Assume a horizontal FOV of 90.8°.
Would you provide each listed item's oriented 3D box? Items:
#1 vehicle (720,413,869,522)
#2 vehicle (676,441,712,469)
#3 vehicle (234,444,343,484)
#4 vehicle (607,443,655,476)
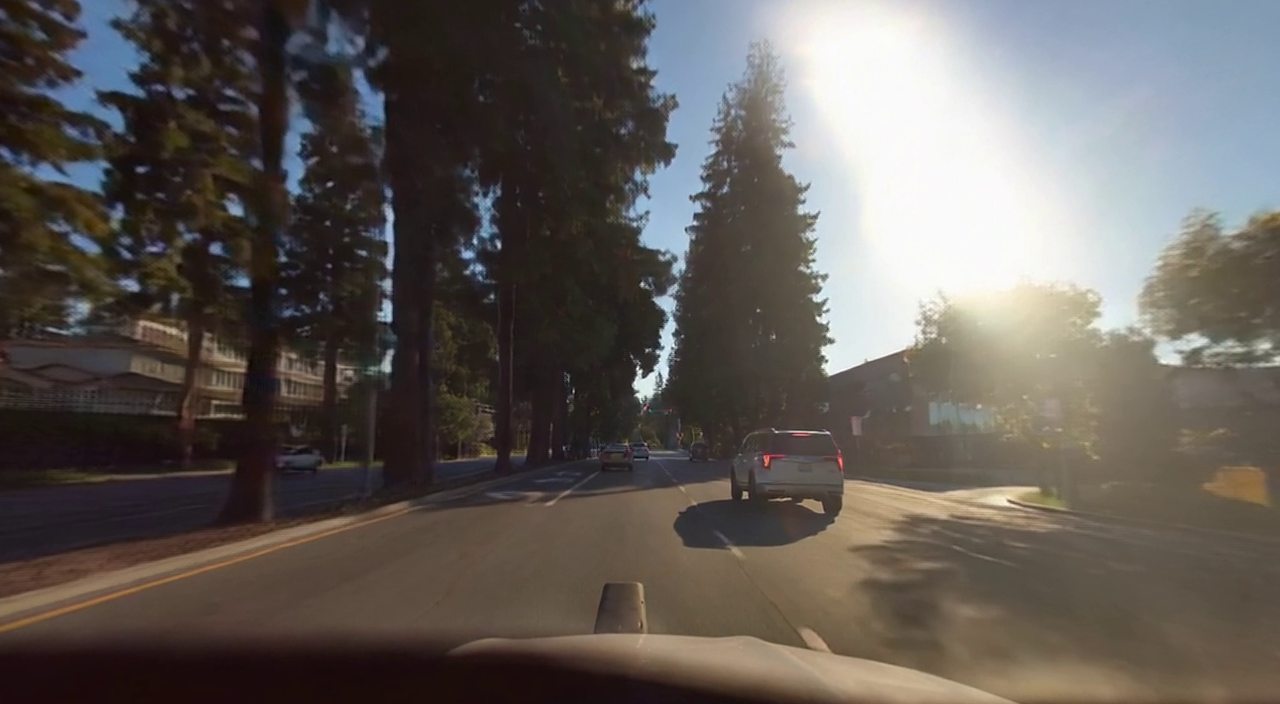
[{"bbox_3d":[3.063,2.413,13.638,2.035,1.940,4.299,0,-9,-1],"label":"vehicle"},{"bbox_3d":[3.451,6.651,40.974,1.922,1.708,4.126,0,-9,-1],"label":"vehicle"},{"bbox_3d":[-14.374,4.597,26.169,1.913,1.477,4.470,0,-9,1],"label":"vehicle"},{"bbox_3d":[-0.409,5.036,29.765,2.119,1.460,3.847,0,-9,0],"label":"vehicle"}]
